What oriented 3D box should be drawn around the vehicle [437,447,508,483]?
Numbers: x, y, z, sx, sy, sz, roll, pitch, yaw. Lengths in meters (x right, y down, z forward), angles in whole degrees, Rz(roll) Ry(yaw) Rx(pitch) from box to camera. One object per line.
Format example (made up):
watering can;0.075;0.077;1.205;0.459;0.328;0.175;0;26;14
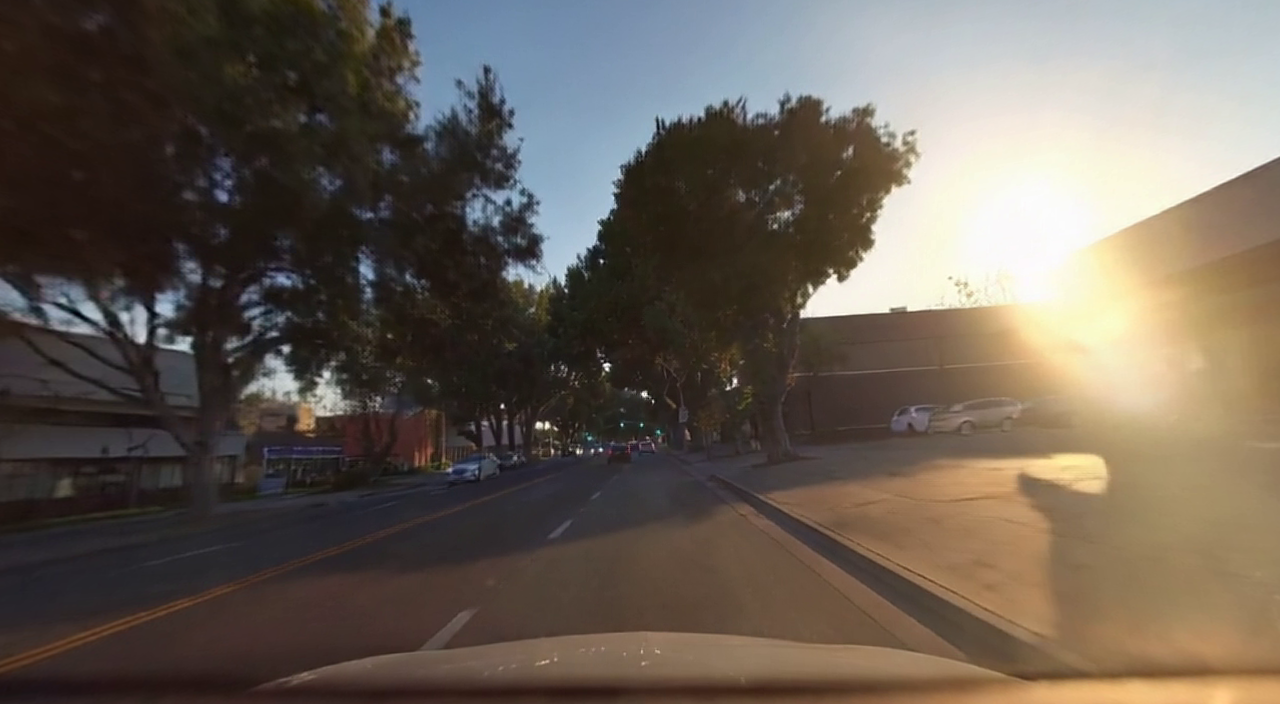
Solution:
vehicle;-7.784;5.283;29.778;1.925;1.502;4.359;-1;-8;3
